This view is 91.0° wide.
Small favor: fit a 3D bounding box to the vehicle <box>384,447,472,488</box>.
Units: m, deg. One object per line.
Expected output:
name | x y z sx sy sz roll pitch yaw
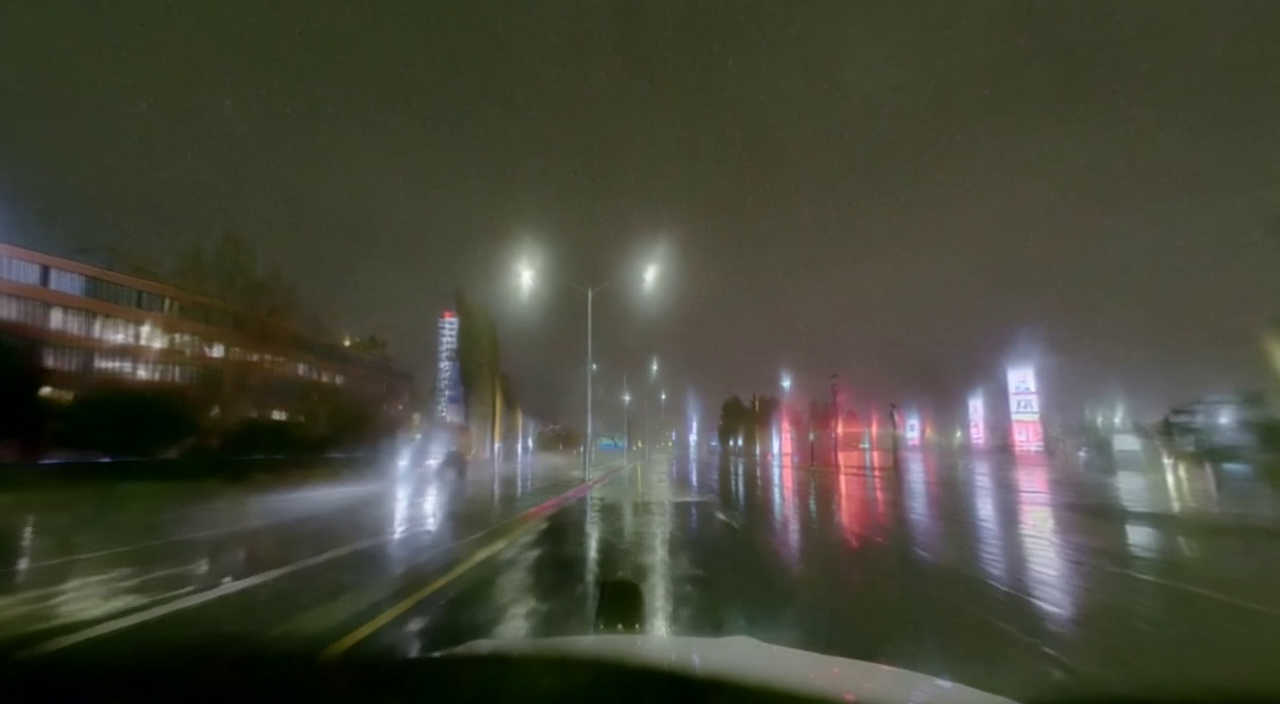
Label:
vehicle | -8.349 4.551 25.209 1.866 1.463 4.378 0 -8 2
